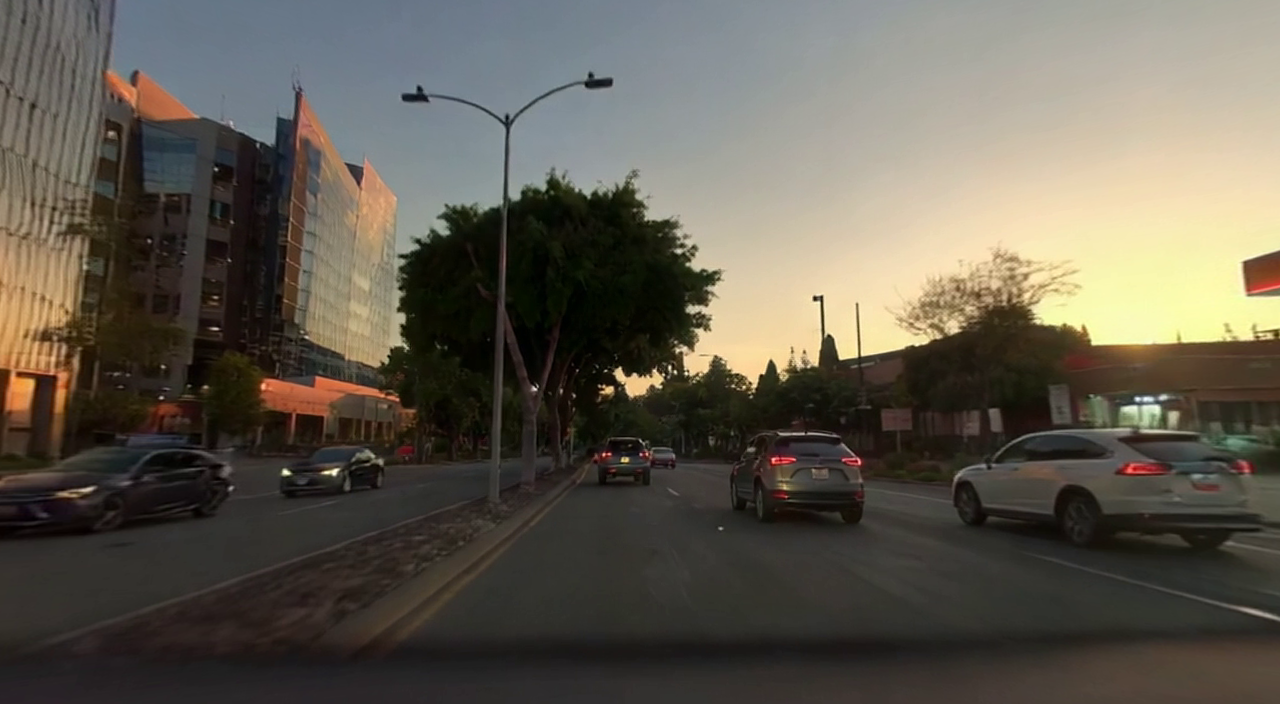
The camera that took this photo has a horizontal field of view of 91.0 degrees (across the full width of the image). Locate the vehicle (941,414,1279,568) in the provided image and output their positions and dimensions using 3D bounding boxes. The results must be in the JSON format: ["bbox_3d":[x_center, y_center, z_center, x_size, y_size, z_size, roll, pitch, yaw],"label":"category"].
[{"bbox_3d":[6.583,1.848,9.148,2.047,1.653,4.423,0,-9,-2],"label":"vehicle"}]

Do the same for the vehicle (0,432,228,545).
[{"bbox_3d":[-8.669,2.057,10.080,1.665,1.442,3.720,0,-9,-1],"label":"vehicle"}]

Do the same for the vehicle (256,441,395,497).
[{"bbox_3d":[-9.138,3.416,18.789,1.872,1.439,4.507,0,-9,-1],"label":"vehicle"}]

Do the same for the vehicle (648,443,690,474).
[{"bbox_3d":[1.539,5.856,34.838,1.800,1.592,3.658,1,-9,-5],"label":"vehicle"}]

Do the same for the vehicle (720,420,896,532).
[{"bbox_3d":[2.945,2.283,12.156,2.000,1.745,4.206,0,-9,-3],"label":"vehicle"}]

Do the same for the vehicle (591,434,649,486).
[{"bbox_3d":[-0.818,4.096,24.153,2.051,1.798,4.168,0,-9,-3],"label":"vehicle"}]
